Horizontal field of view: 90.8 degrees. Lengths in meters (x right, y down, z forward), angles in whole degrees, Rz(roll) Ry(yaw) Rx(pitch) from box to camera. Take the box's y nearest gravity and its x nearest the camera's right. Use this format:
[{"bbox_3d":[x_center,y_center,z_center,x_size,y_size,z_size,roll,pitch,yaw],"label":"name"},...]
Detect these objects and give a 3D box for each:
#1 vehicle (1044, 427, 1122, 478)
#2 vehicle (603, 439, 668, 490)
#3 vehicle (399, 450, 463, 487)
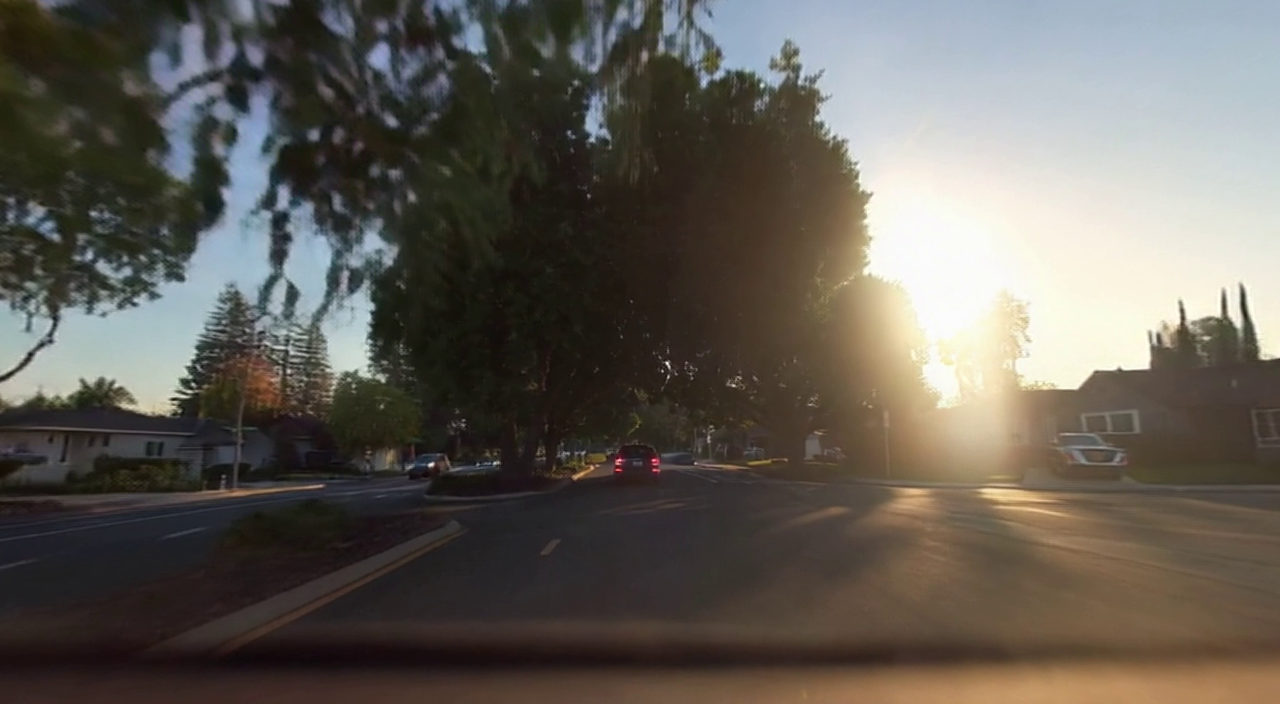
[{"bbox_3d":[17.568,3.923,24.956,2.128,1.771,4.721,-6,-10,38],"label":"vehicle"},{"bbox_3d":[-0.143,3.933,22.435,2.106,1.655,3.717,0,-8,0],"label":"vehicle"},{"bbox_3d":[-9.321,5.189,28.454,1.861,1.516,3.752,1,-8,-5],"label":"vehicle"}]
